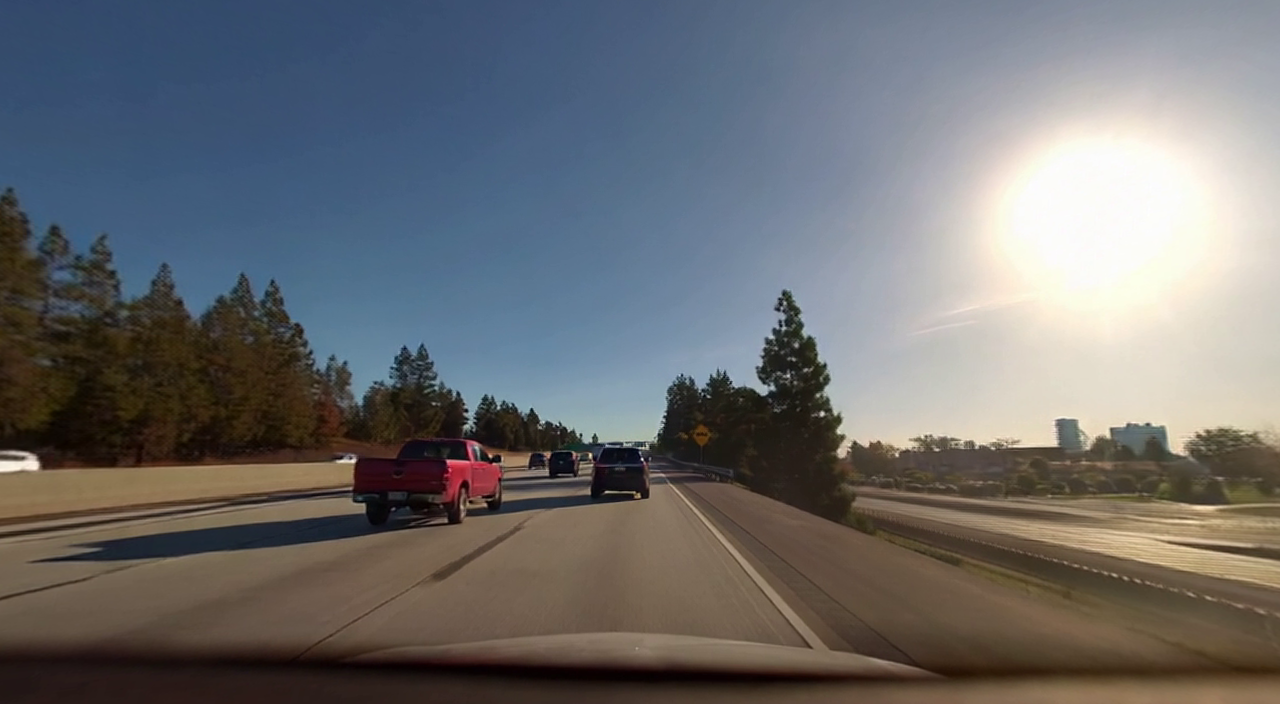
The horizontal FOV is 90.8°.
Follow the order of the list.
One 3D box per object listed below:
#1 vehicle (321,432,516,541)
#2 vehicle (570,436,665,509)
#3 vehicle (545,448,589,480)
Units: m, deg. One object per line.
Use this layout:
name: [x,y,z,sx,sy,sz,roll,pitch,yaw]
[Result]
vehicle: [-4.024,2.523,12.652,2.038,1.704,5.181,0,-8,0]
vehicle: [-0.504,3.248,17.559,2.293,1.753,4.380,0,-8,1]
vehicle: [-4.307,6.661,37.975,1.991,1.776,4.333,0,-8,1]
